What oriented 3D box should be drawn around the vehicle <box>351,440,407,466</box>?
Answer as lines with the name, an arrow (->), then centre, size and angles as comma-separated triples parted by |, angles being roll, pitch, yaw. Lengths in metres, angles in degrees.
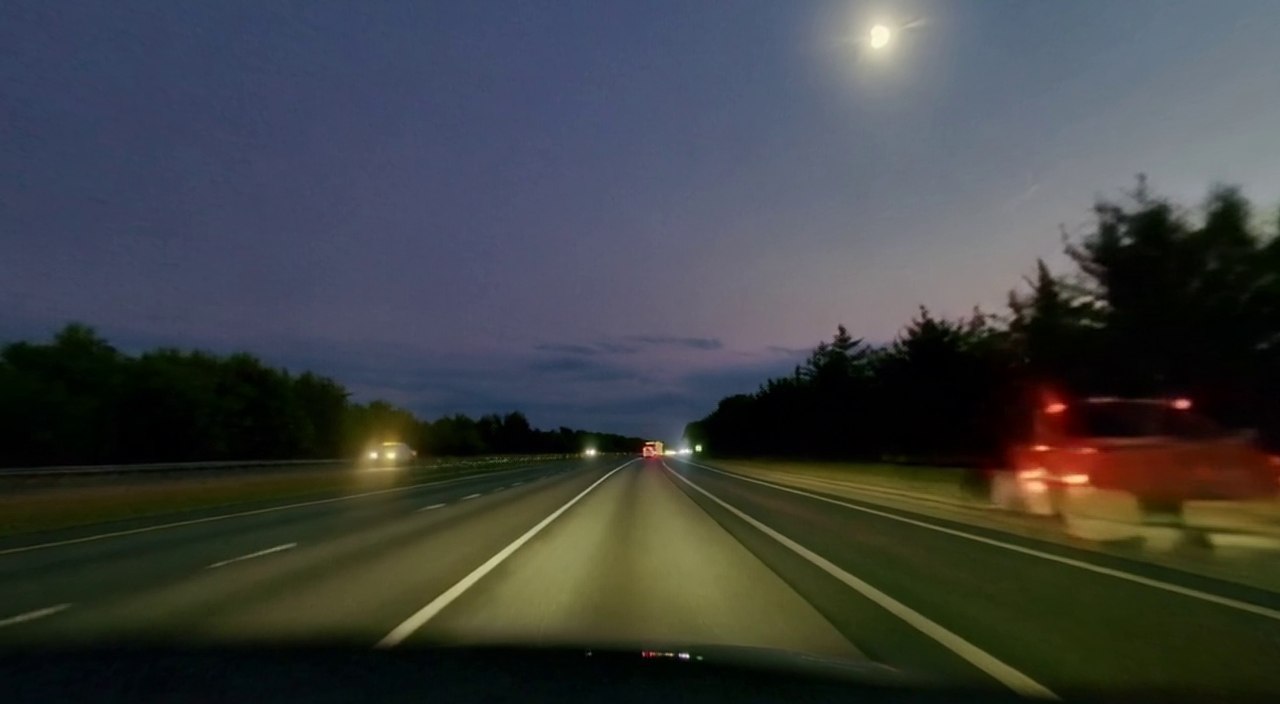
vehicle -> -20.354, 7.937, 49.449 | 2.098, 1.880, 5.117 | 0, -9, 1
